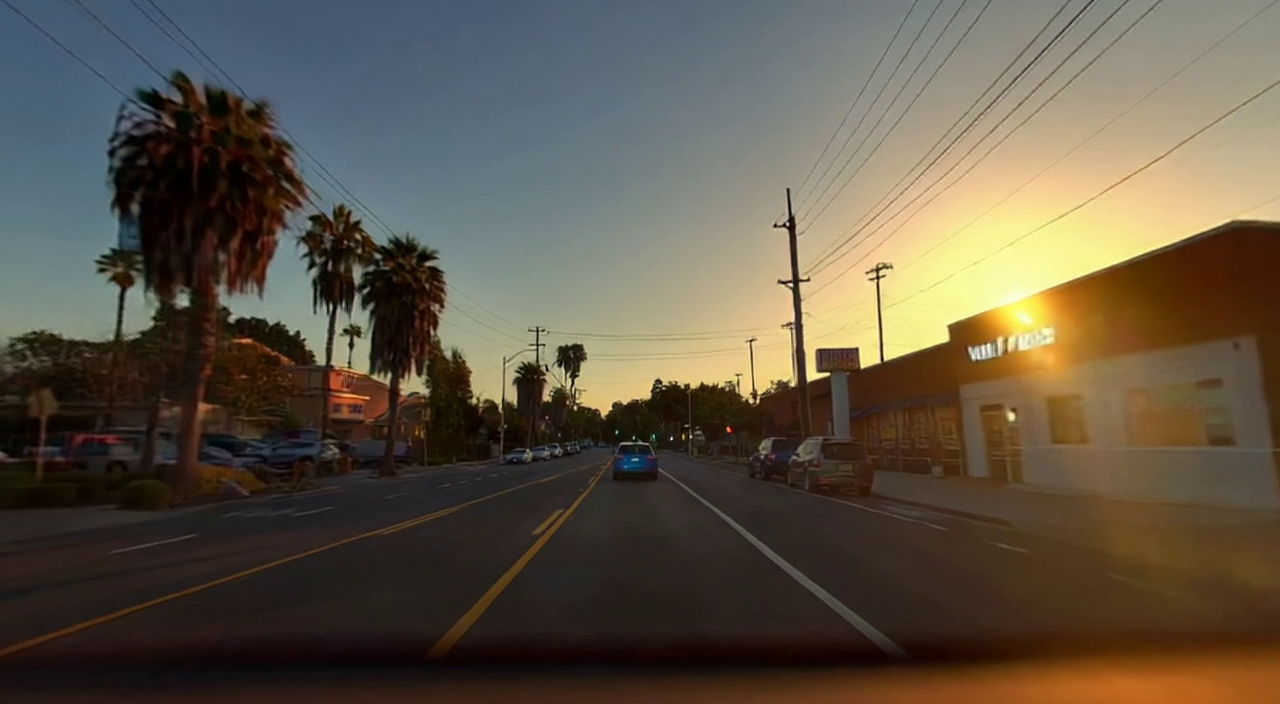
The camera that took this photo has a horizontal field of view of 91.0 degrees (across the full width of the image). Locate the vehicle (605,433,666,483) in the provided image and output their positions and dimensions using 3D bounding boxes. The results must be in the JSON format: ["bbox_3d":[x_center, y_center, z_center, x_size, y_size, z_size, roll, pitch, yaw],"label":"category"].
[{"bbox_3d":[-0.206,4.241,25.498,2.264,1.798,4.563,0,-8,-1],"label":"vehicle"}]

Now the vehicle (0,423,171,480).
[{"bbox_3d":[-18.999,3.312,21.119,4.976,1.741,1.986,7,-11,-40],"label":"vehicle"}]

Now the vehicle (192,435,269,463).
[{"bbox_3d":[-22.928,5.454,35.464,1.829,1.492,4.487,1,-9,-8],"label":"vehicle"}]

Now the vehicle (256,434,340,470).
[{"bbox_3d":[-17.603,5.167,32.679,2.084,1.678,4.707,1,-9,-6],"label":"vehicle"}]

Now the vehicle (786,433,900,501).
[{"bbox_3d":[5.964,3.421,19.154,1.945,1.791,4.460,0,-9,0],"label":"vehicle"}]

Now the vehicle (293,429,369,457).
[{"bbox_3d":[-20.833,6.147,42.559,1.911,1.762,4.127,-7,-11,42],"label":"vehicle"}]
